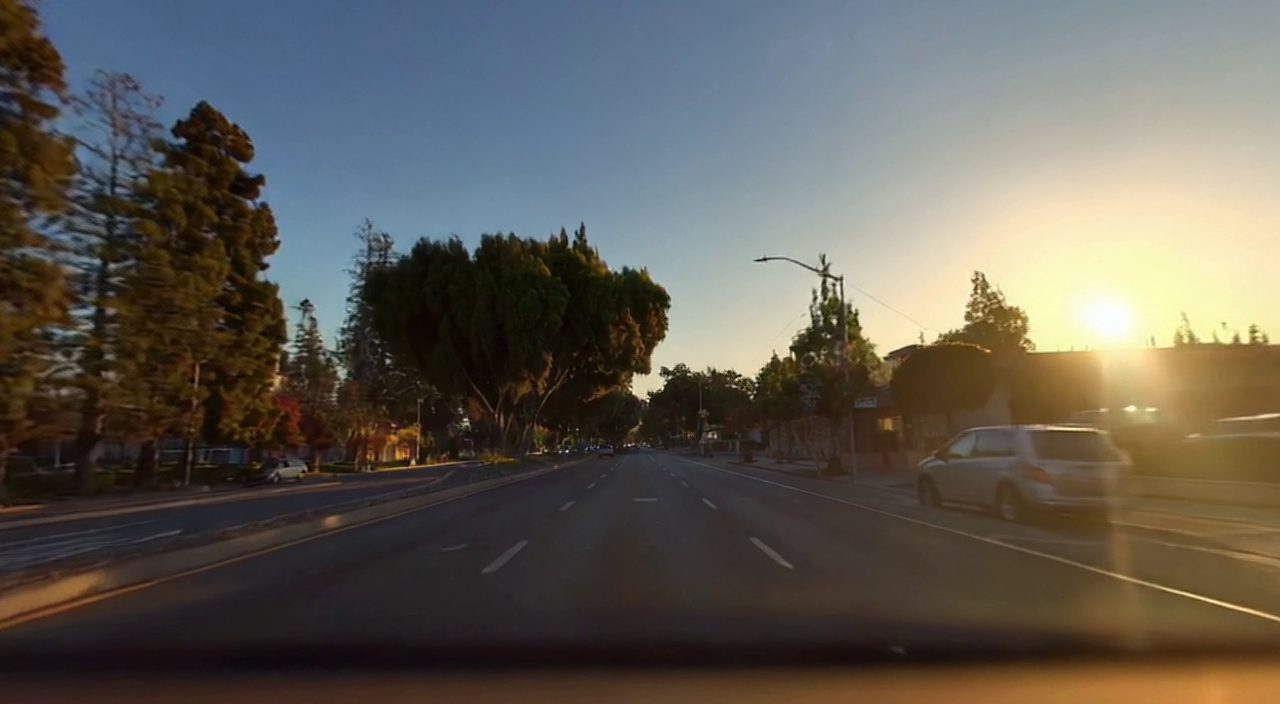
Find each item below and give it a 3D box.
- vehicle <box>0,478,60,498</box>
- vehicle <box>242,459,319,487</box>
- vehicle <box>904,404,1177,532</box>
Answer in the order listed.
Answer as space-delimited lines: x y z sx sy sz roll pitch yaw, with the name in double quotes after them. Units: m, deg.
-31.006 6.847 31.899 0.407 0.823 3.474 1 -9 -5 "vehicle"
-22.208 7.441 39.308 1.164 1.469 6.173 0 -9 0 "vehicle"
7.041 2.097 11.935 1.954 1.907 4.736 0 -9 -1 "vehicle"
